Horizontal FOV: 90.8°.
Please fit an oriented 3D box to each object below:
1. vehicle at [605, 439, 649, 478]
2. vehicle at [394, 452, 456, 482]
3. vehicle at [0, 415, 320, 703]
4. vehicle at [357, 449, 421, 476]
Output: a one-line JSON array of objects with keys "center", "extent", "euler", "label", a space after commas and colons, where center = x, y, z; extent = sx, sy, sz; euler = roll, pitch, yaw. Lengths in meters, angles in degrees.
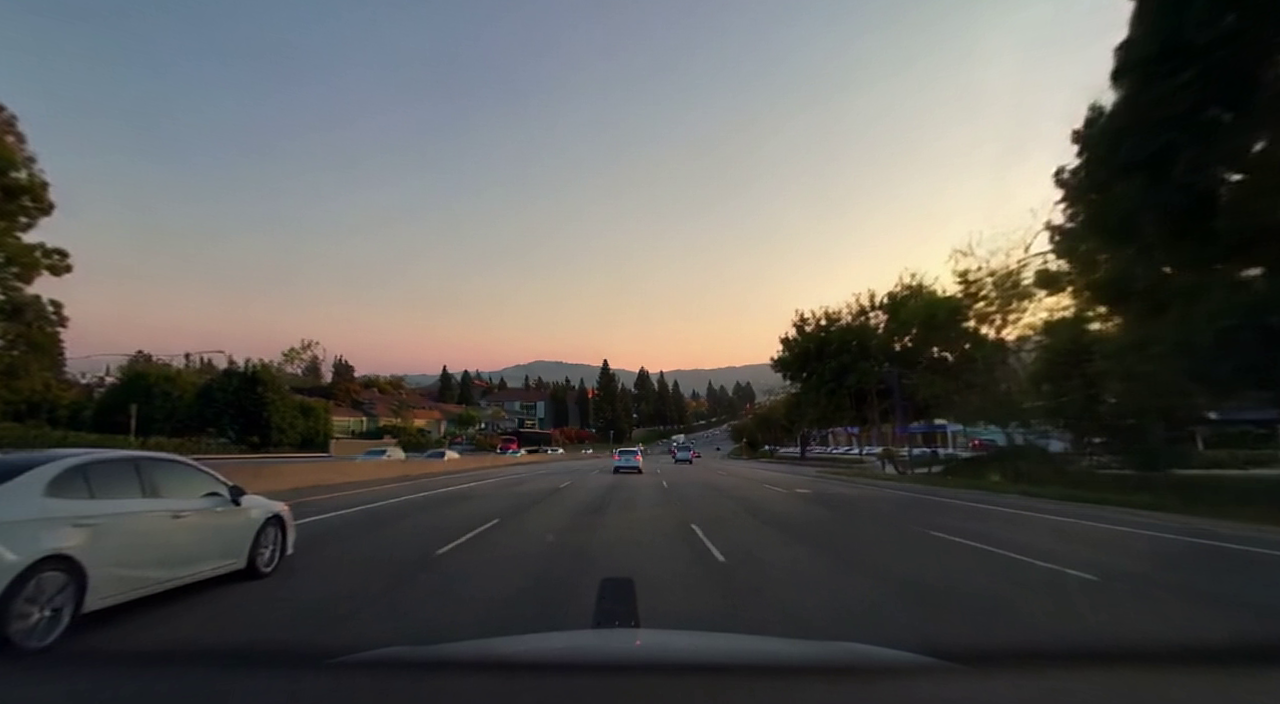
[{"center": [-0.619, 5.630, 33.608], "extent": [2.155, 1.856, 4.796], "euler": [0, -9, 1], "label": "vehicle"}, {"center": [-11.241, 6.025, 33.315], "extent": [1.729, 1.430, 3.942], "euler": [-1, -9, 2], "label": "vehicle"}, {"center": [-4.284, 1.236, 4.256], "extent": [1.907, 1.483, 4.562], "euler": [0, -9, -1], "label": "vehicle"}, {"center": [-14.897, 6.575, 37.784], "extent": [1.900, 1.513, 4.475], "euler": [-1, -9, 2], "label": "vehicle"}]
